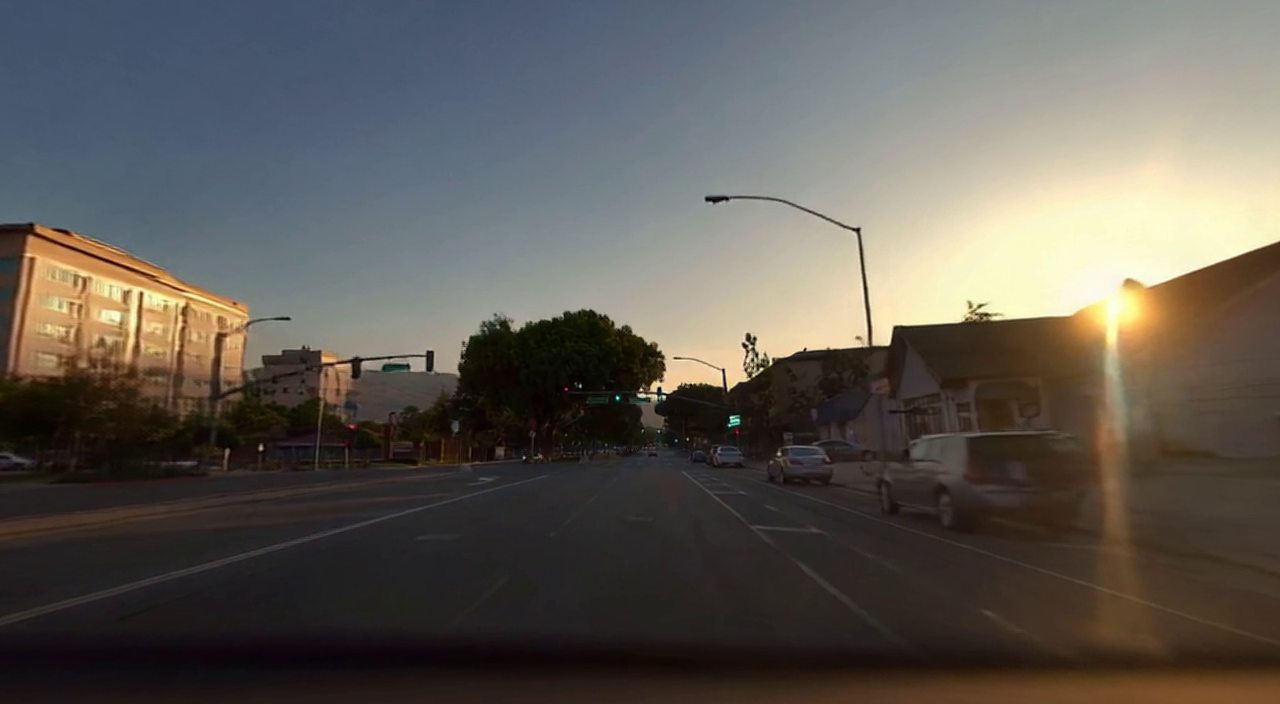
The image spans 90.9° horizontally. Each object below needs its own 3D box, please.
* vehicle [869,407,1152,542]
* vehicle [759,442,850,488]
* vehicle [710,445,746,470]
[{"bbox_3d":[5.917,2.037,11.032,1.931,1.814,4.870,0,-9,0],"label":"vehicle"},{"bbox_3d":[6.032,4.208,23.760,2.057,1.541,4.735,0,-9,-1],"label":"vehicle"},{"bbox_3d":[6.221,7.523,45.087,1.845,1.664,5.285,0,-9,1],"label":"vehicle"}]
